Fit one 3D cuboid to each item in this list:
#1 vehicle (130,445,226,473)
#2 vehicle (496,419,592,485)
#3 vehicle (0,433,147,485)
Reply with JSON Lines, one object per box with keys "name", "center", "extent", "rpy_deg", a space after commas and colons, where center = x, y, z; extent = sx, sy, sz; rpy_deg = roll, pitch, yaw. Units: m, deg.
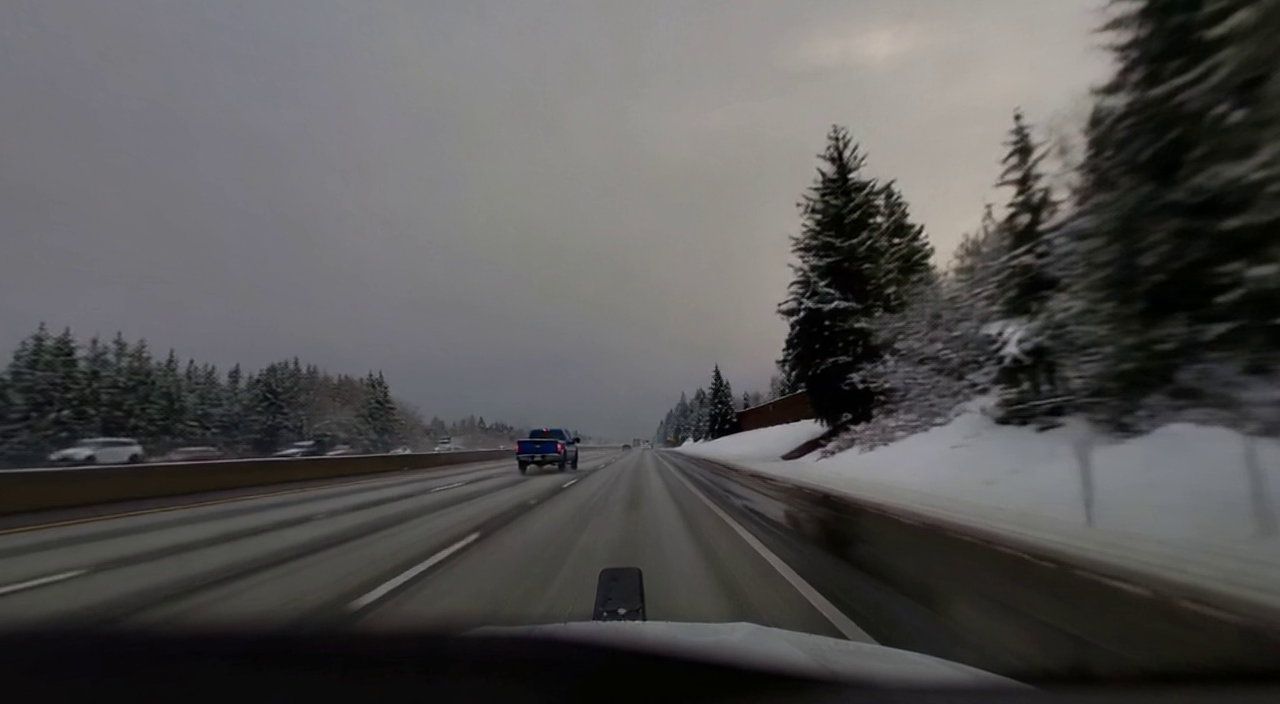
{"name": "vehicle", "center": [-33.330, 7.712, 45.779], "extent": [2.336, 1.869, 6.038], "rpy_deg": [0, -8, 1]}
{"name": "vehicle", "center": [-3.476, 3.823, 24.364], "extent": [2.604, 2.170, 6.271], "rpy_deg": [0, -8, 1]}
{"name": "vehicle", "center": [-37.028, 6.585, 39.475], "extent": [3.018, 2.872, 11.579], "rpy_deg": [-1, -8, 0]}
